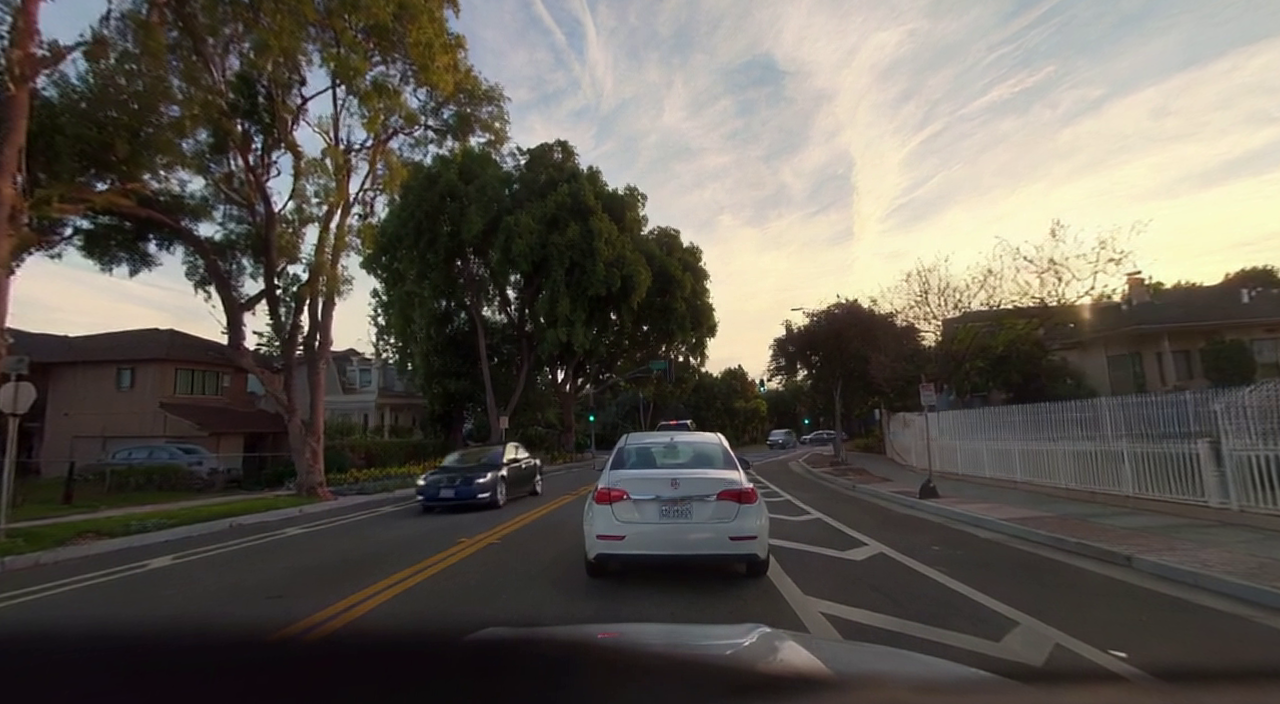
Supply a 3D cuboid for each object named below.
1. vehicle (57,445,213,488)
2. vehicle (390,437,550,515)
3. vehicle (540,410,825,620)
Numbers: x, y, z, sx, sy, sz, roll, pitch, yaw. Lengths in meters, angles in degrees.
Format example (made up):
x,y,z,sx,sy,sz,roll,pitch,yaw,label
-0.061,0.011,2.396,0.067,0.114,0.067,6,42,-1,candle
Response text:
x,y,z,sx,sy,sz,roll,pitch,yaw,label
-18.091,4.098,22.715,4.069,1.445,2.063,-2,-9,9,vehicle
-3.623,2.723,14.446,2.060,1.479,4.462,-1,-8,6,vehicle
0.350,1.482,6.645,2.070,1.516,3.936,0,-8,1,vehicle
